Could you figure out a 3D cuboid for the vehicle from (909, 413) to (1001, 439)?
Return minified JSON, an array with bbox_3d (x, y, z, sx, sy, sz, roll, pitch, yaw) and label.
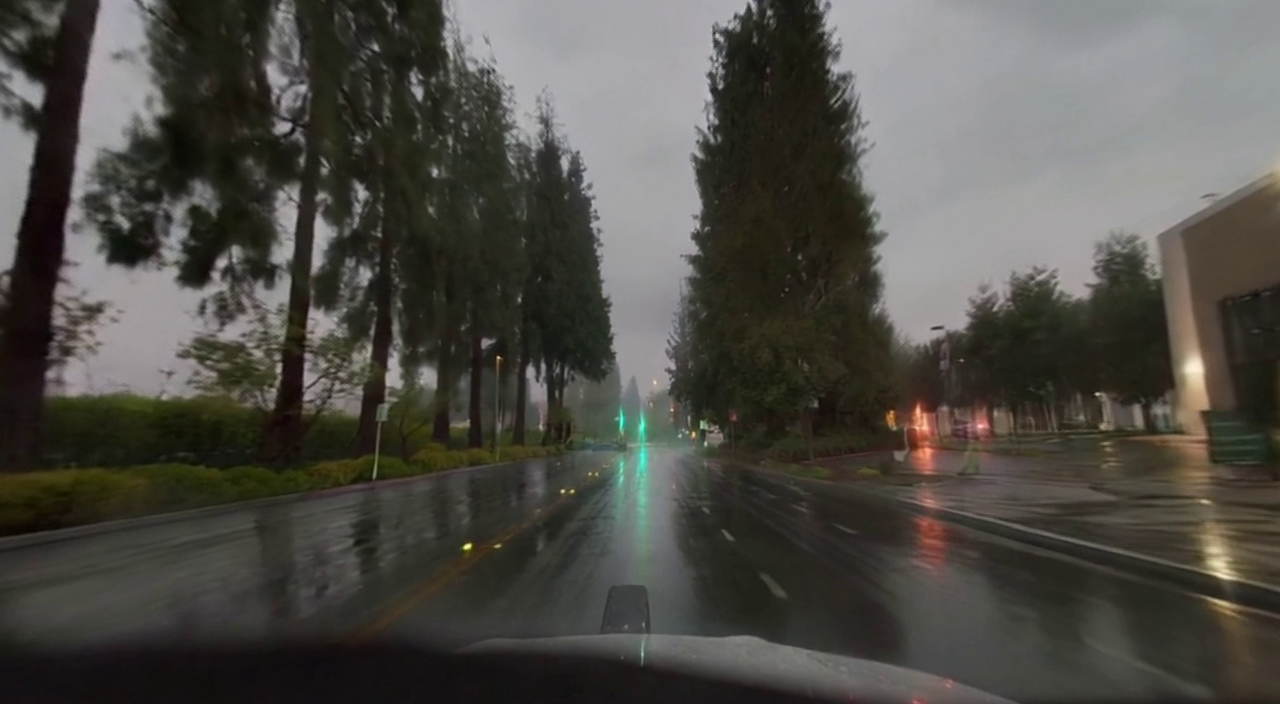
[{"bbox_3d":[22.939,5.412,46.037,5.623,1.647,1.832,-2,-6,0],"label":"vehicle"}]
